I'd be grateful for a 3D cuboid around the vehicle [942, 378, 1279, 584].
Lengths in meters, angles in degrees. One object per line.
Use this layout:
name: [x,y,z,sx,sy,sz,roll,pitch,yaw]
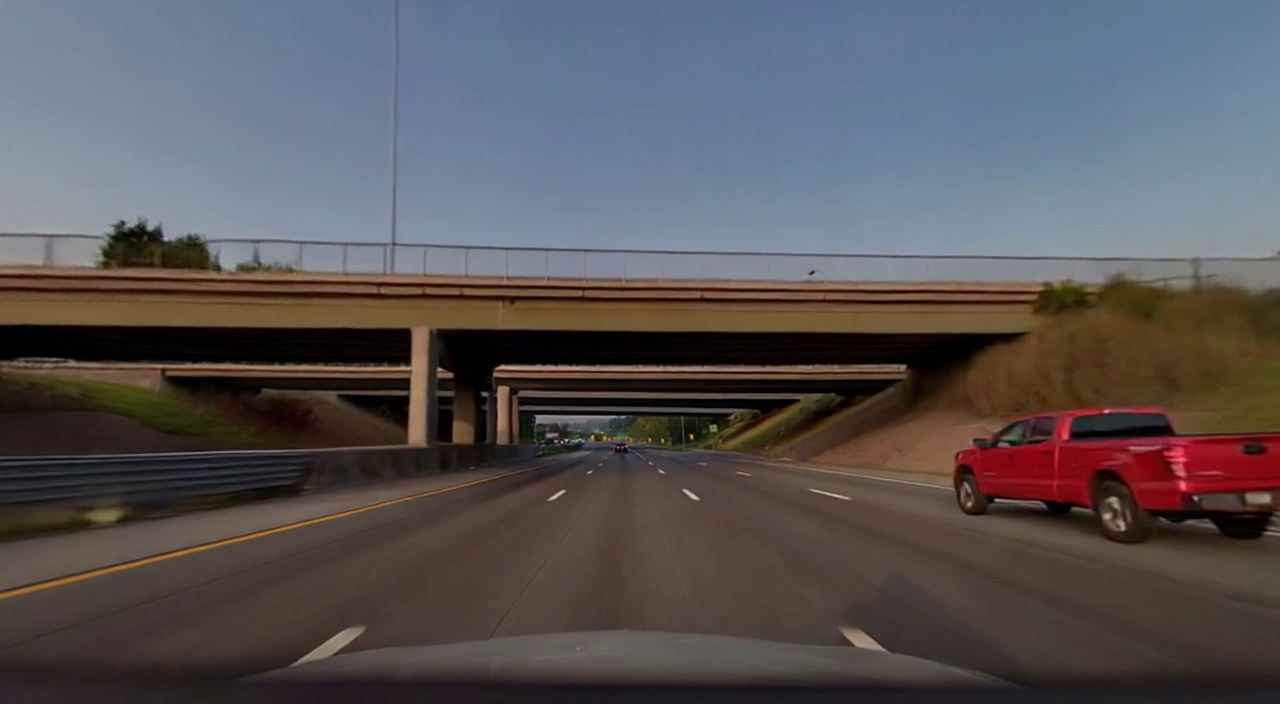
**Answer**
vehicle: [6.808,1.564,8.429,2.395,1.819,6.086,0,-9,-2]
